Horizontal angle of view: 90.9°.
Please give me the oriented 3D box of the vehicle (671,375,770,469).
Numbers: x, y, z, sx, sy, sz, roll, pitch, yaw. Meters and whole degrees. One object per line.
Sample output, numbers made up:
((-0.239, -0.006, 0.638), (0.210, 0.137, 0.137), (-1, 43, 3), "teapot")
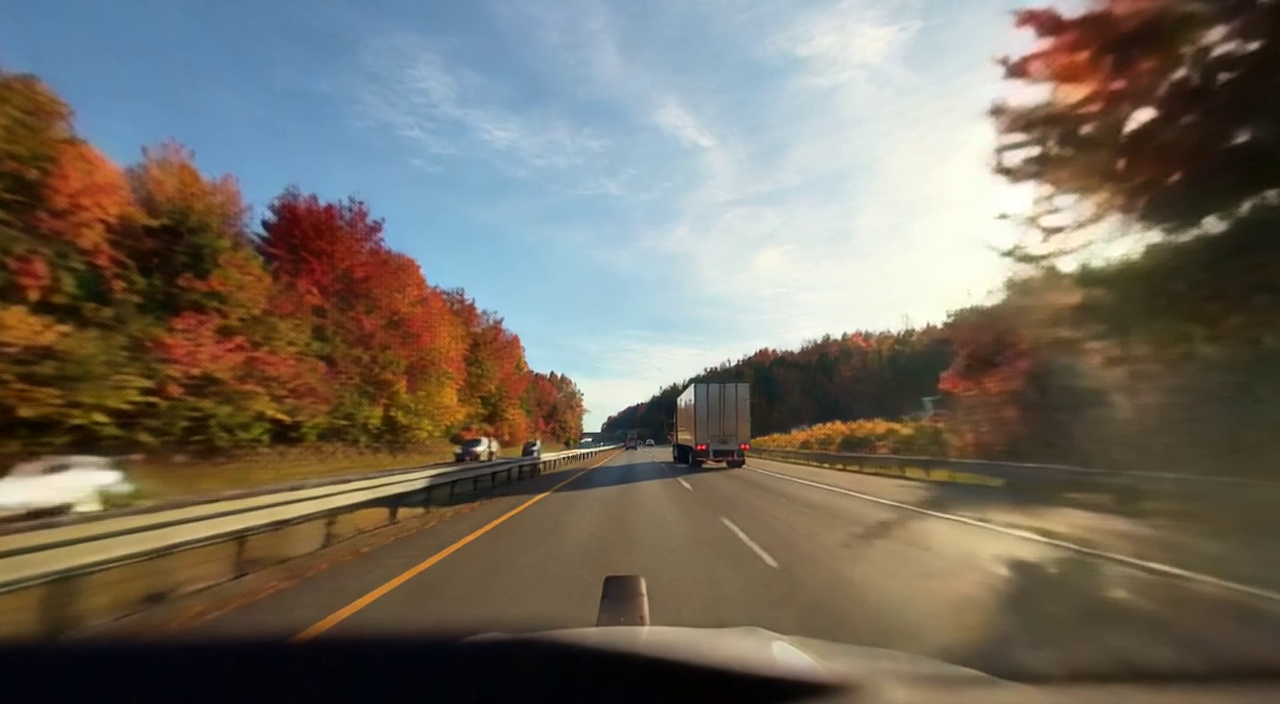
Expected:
((3.879, 4.084, 34.813), (3.357, 4.101, 14.659), (0, -8, -1), "vehicle")
